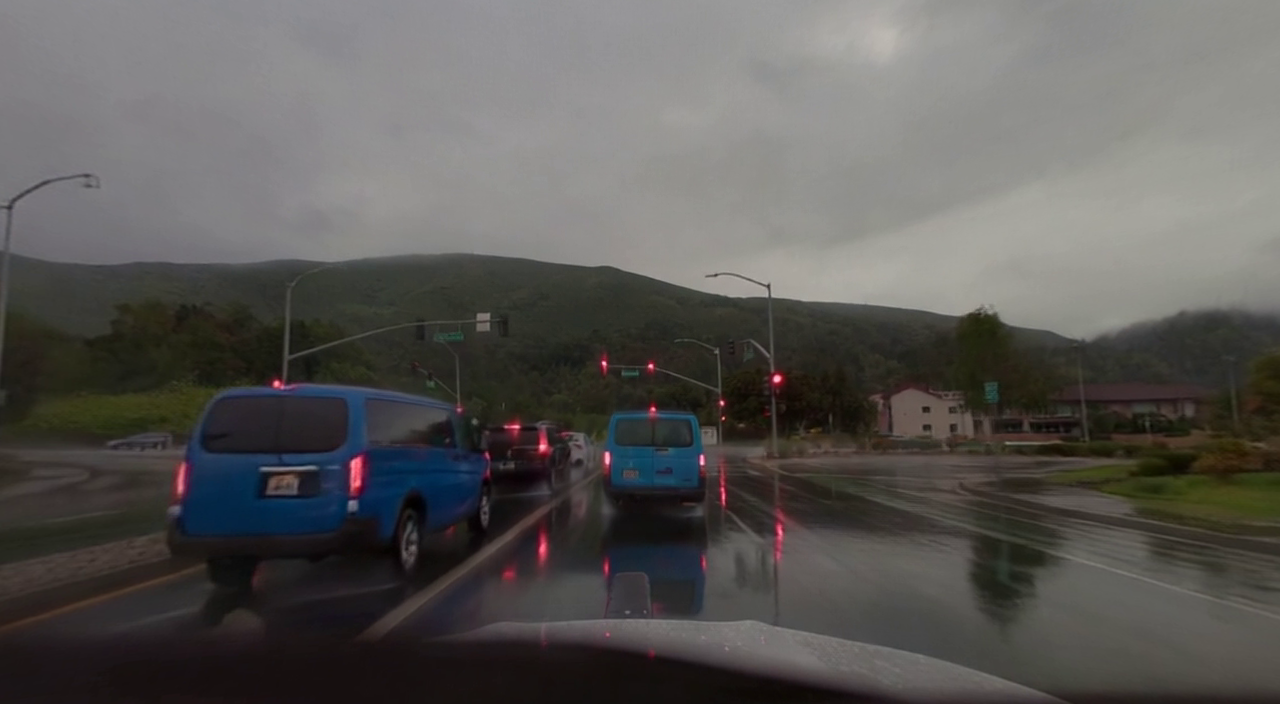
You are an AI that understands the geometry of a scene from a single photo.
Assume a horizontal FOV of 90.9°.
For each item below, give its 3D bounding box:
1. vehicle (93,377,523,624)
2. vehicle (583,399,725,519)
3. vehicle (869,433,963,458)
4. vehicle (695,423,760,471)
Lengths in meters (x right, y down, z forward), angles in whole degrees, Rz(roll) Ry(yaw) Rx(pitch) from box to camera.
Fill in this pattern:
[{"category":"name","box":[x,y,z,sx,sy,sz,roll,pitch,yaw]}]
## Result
[{"category":"vehicle","box":[-2.849,1.413,6.932,2.131,1.783,4.540,0,-8,2]},{"category":"vehicle","box":[0.220,1.970,11.966,2.185,1.822,4.391,0,-8,0]},{"category":"vehicle","box":[16.263,5.525,37.245,4.696,1.461,1.810,0,-8,-1]},{"category":"vehicle","box":[3.180,3.549,23.614,1.817,1.662,3.843,0,-8,-1]}]
